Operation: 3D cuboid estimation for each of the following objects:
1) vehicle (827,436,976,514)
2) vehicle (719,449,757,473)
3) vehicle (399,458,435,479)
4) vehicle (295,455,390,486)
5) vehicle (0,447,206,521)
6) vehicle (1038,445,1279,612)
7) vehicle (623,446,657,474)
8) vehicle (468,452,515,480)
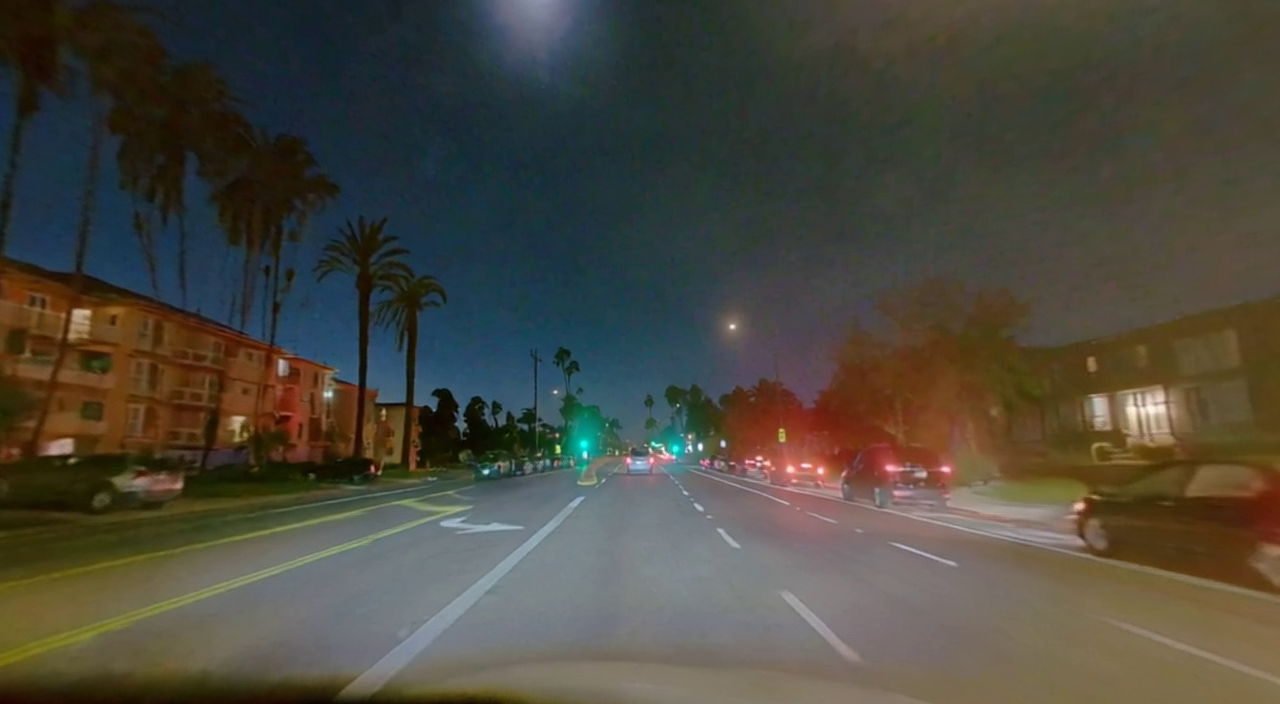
[{"bbox_3d":[7.017,3.342,17.766,2.035,1.822,5.449,-1,-9,2],"label":"vehicle"},{"bbox_3d":[7.359,8.261,47.908,2.024,1.687,4.477,0,-9,-1],"label":"vehicle"},{"bbox_3d":[-17.125,8.943,48.699,1.847,1.507,4.632,1,-9,-11],"label":"vehicle"},{"bbox_3d":[-17.695,7.064,37.729,4.683,1.686,1.950,-1,-9,2],"label":"vehicle"},{"bbox_3d":[-16.756,4.035,19.994,2.185,1.993,5.054,-1,-9,4],"label":"vehicle"},{"bbox_3d":[6.851,1.789,6.954,1.947,1.505,4.759,-1,-9,2],"label":"vehicle"},{"bbox_3d":[-0.052,7.521,44.321,2.248,1.833,4.798,0,-9,-1],"label":"vehicle"},{"bbox_3d":[-11.501,8.841,49.184,2.157,1.969,5.725,-3,-10,1],"label":"vehicle"}]
